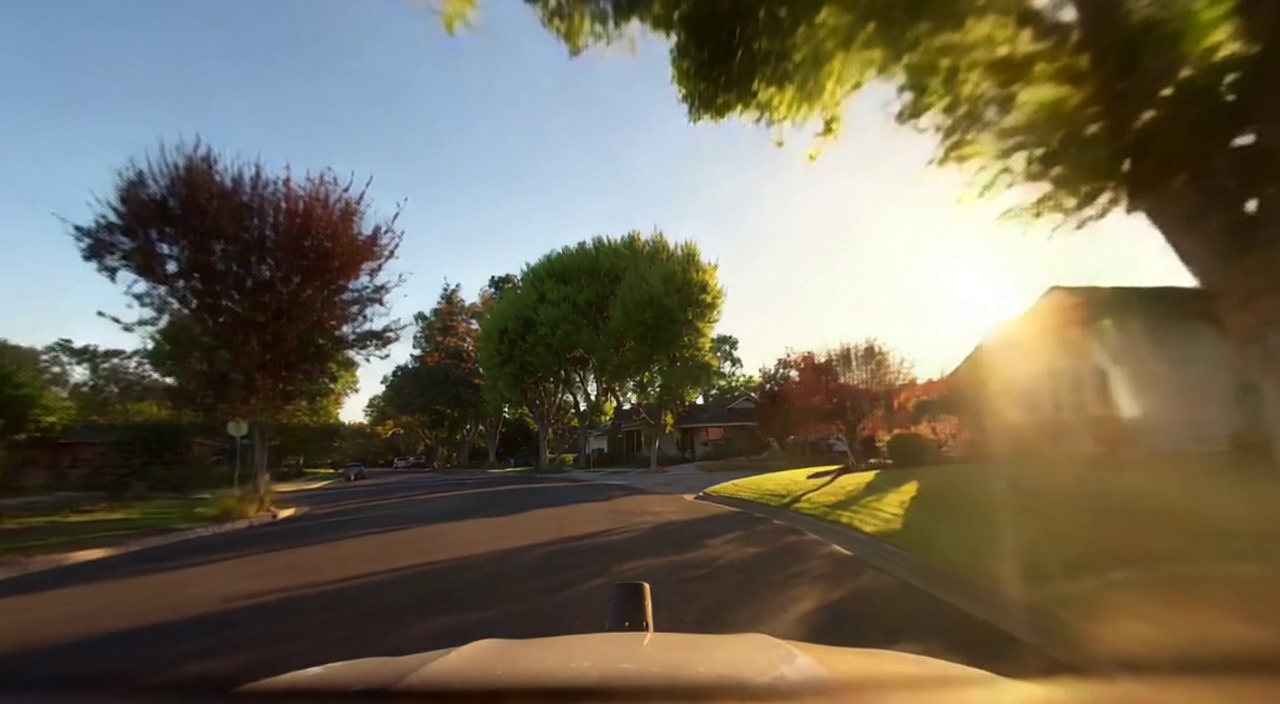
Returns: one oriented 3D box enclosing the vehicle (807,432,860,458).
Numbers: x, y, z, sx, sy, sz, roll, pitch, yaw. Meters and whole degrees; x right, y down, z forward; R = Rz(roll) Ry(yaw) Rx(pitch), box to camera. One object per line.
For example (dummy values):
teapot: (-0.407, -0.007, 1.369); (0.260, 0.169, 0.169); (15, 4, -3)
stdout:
vehicle: (14.387, 7.011, 47.159); (1.992, 1.813, 5.079); (0, -9, -5)
